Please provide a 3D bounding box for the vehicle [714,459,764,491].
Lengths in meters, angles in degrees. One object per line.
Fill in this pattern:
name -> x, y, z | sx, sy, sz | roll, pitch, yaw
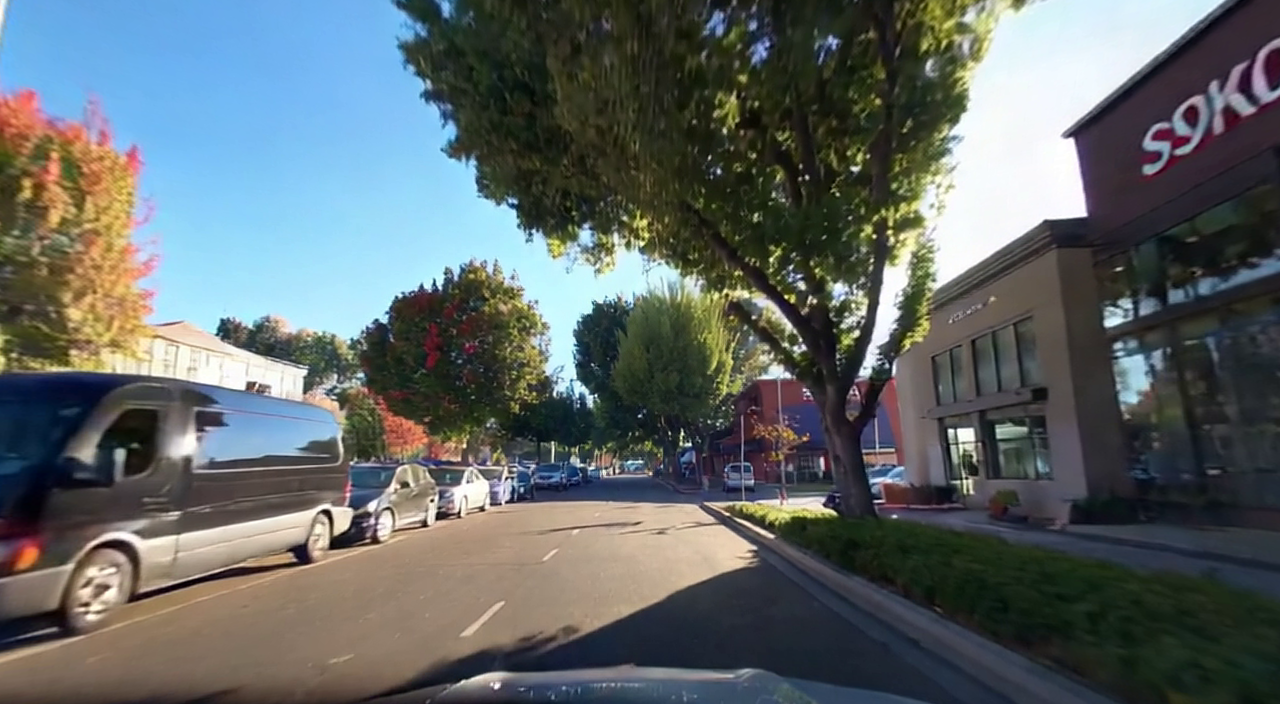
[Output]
vehicle -> 5.765, 7.255, 37.270 | 2.054, 1.779, 4.650 | 1, -11, -2

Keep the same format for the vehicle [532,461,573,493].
vehicle -> -5.853, 8.486, 42.919 | 2.196, 2.001, 5.548 | 1, -11, -2

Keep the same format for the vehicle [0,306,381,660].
vehicle -> -5.649, 1.434, 7.558 | 2.526, 2.655, 5.480 | 0, -10, 2

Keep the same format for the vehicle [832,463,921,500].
vehicle -> 10.327, 5.738, 27.975 | 1.926, 1.469, 4.654 | 1, -11, -3
